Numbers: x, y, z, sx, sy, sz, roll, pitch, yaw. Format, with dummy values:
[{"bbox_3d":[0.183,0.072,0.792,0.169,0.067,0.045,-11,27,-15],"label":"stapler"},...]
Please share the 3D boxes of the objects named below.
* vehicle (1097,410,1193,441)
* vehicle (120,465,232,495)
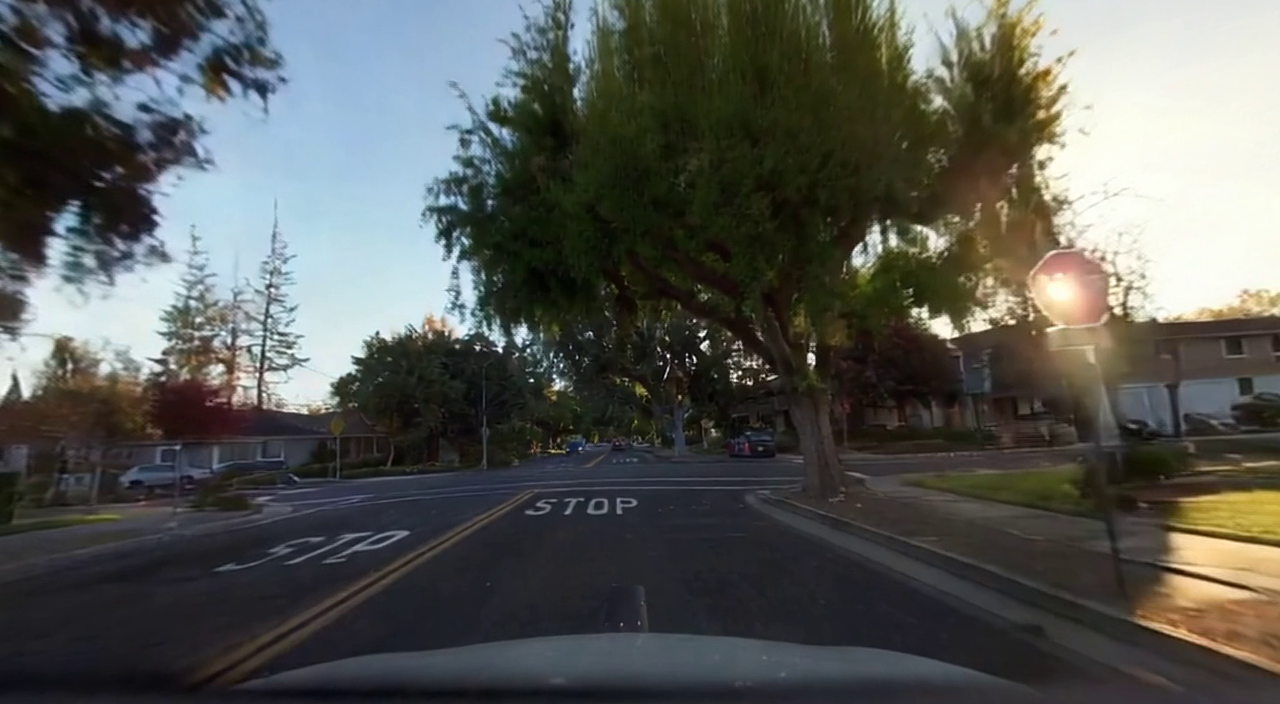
[{"bbox_3d":[29.106,4.310,36.640,1.846,1.452,4.499,-1,-10,1],"label":"vehicle"},{"bbox_3d":[-24.503,6.744,33.469,4.380,1.462,1.864,0,-9,-1],"label":"vehicle"}]
